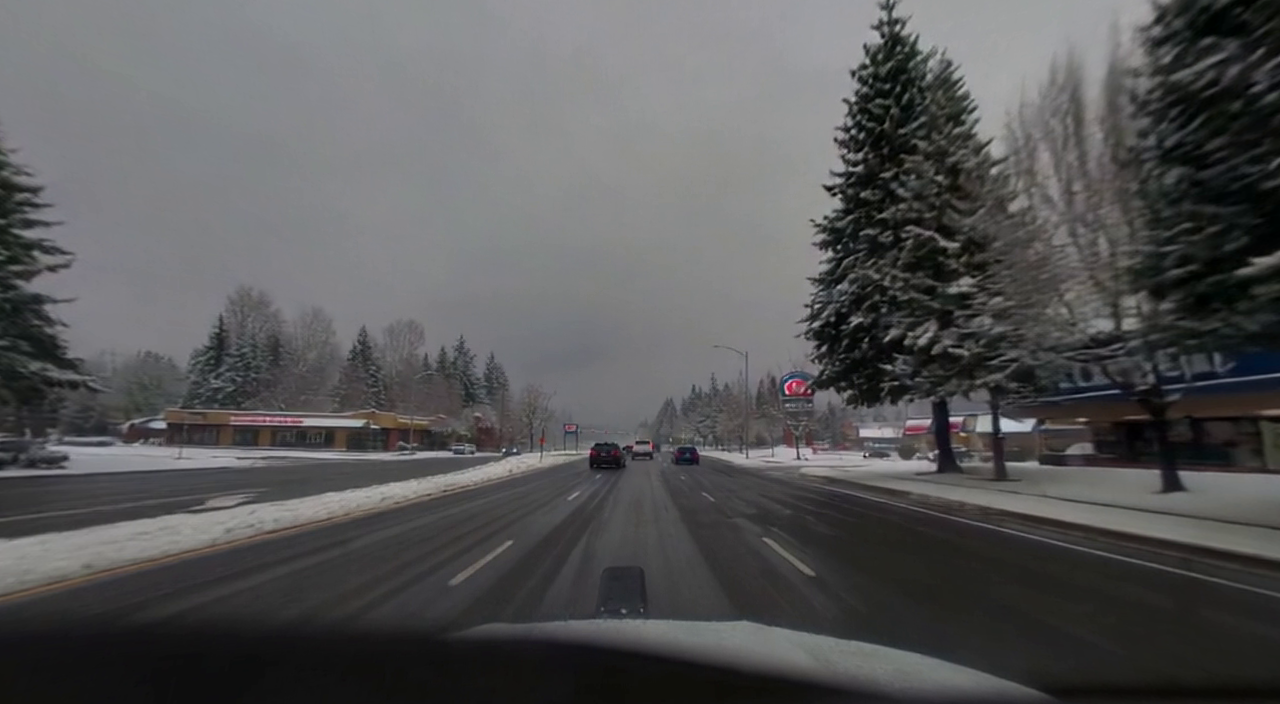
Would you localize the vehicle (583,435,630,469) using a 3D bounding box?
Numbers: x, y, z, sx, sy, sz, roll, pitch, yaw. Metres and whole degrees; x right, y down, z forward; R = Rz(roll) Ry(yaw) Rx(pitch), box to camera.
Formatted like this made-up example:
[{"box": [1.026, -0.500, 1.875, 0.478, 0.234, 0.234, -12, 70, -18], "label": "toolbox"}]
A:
[{"box": [-1.906, 5.950, 37.473, 2.222, 1.899, 5.006, 0, -8, 4], "label": "vehicle"}]
